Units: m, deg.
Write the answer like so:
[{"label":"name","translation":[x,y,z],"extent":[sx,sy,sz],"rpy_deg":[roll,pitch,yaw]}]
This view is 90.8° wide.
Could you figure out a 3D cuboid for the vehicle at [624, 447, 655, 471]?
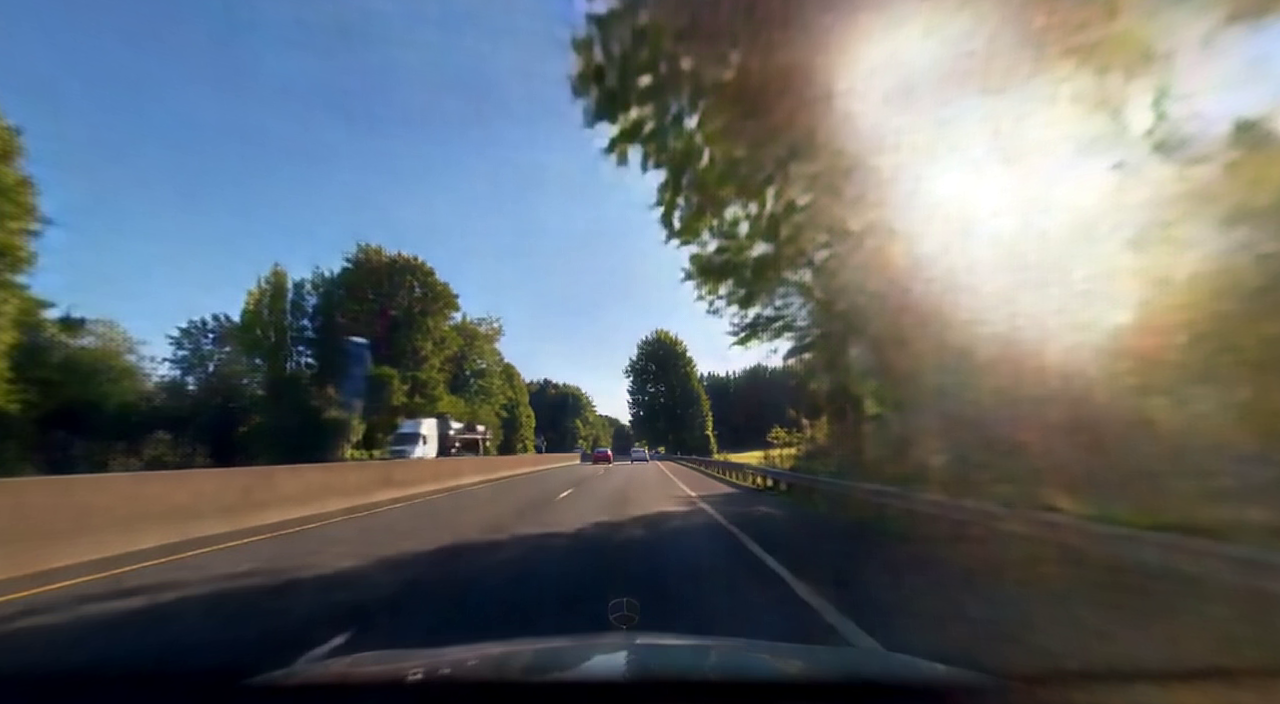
[{"label":"vehicle","translation":[-0.038,6.630,39.201],"extent":[1.853,1.436,3.438],"rpy_deg":[0,-9,-1]}]

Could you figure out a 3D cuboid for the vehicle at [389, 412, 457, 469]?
[{"label":"vehicle","translation":[-16.134,6.672,47.367],"extent":[2.910,3.942,5.877],"rpy_deg":[0,-9,1]}]
